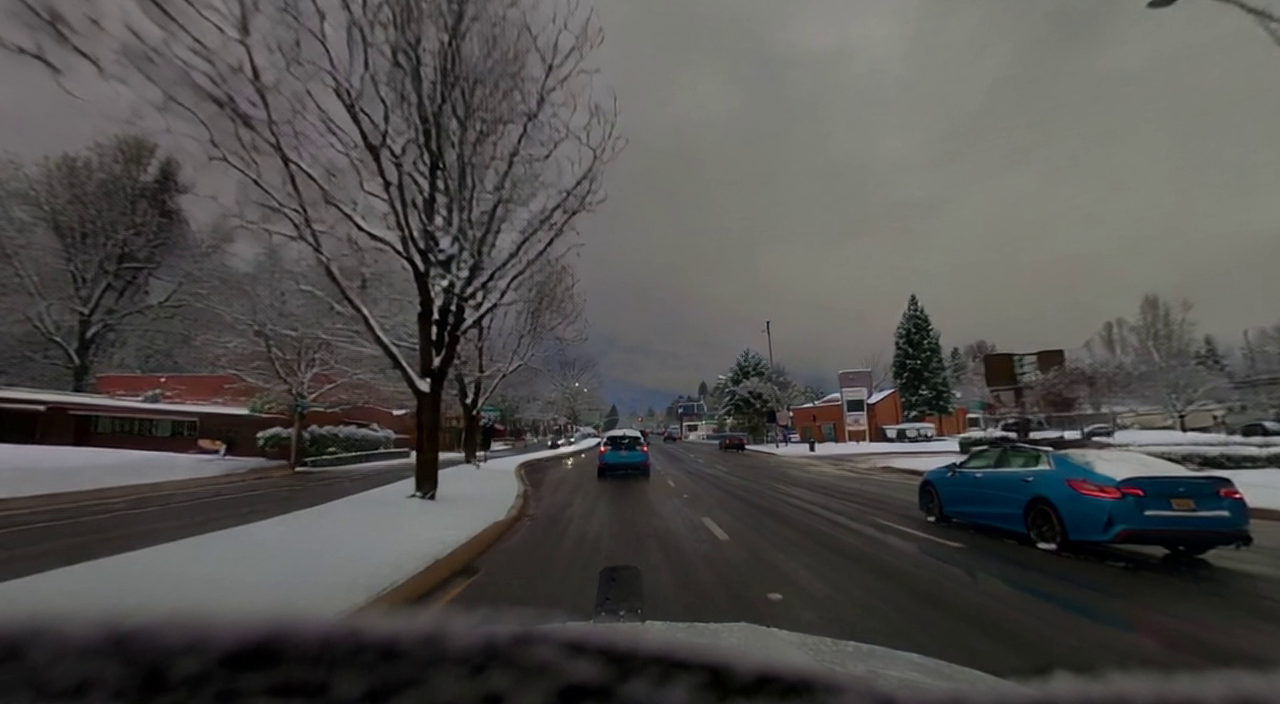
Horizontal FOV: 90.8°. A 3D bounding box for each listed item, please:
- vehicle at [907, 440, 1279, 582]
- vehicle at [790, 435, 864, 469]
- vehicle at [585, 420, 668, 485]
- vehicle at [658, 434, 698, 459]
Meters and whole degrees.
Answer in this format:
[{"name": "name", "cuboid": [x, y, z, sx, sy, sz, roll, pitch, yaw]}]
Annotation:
[{"name": "vehicle", "cuboid": [5.548, 1.806, 8.092, 2.258, 1.294, 4.312, 0, -9, -2]}, {"name": "vehicle", "cuboid": [8.727, 4.720, 29.922, 2.045, 1.484, 4.342, 0, -9, -2]}, {"name": "vehicle", "cuboid": [-0.437, 3.084, 19.481, 2.266, 1.762, 4.131, 0, -9, -2]}, {"name": "vehicle", "cuboid": [2.285, 5.874, 39.258, 2.078, 1.471, 4.142, 0, -9, -2]}]
